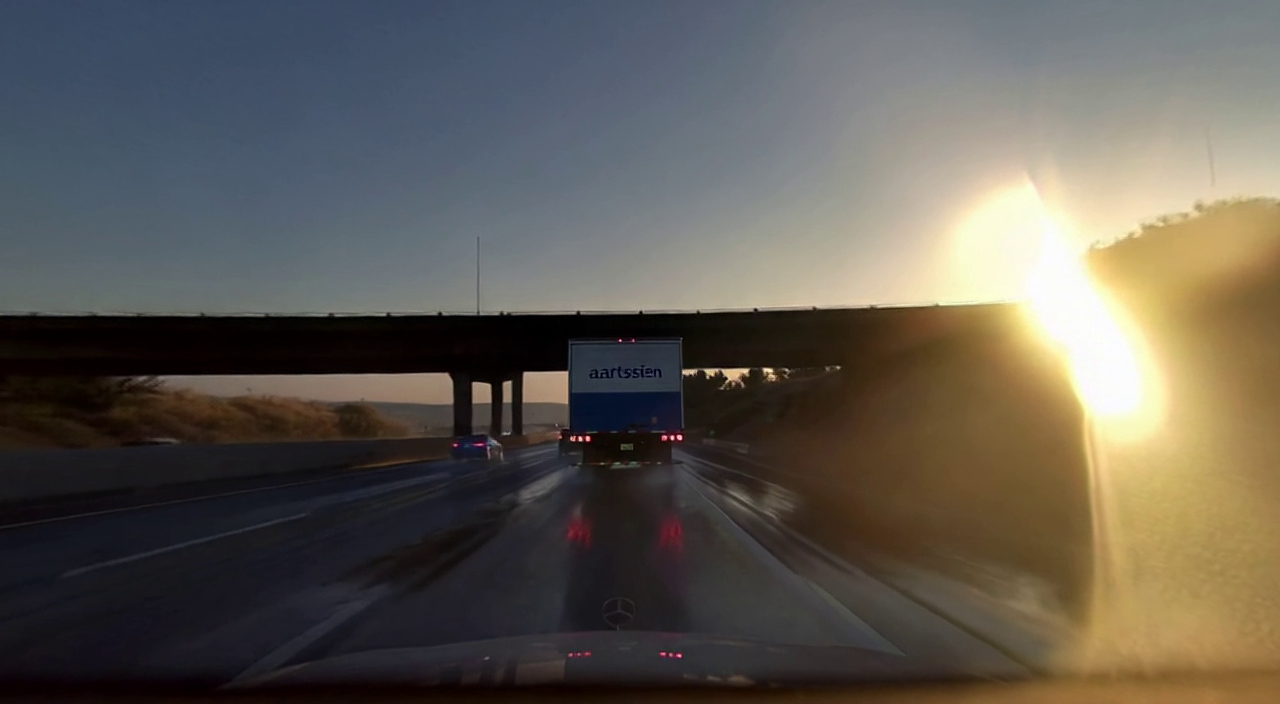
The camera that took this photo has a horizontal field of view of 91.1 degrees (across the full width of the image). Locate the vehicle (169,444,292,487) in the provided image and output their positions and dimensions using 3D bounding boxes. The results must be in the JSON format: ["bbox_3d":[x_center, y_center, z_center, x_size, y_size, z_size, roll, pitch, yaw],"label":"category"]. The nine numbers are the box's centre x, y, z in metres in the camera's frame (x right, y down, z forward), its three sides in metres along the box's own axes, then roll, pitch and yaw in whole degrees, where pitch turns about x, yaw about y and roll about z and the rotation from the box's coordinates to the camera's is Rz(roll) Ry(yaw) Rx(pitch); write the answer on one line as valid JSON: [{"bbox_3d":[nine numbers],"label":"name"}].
[{"bbox_3d":[-16.173,4.458,25.157,1.880,1.506,4.531,0,-8,0],"label":"vehicle"}]

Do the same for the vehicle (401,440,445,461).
[{"bbox_3d":[-16.381,7.464,47.735,1.884,1.465,3.988,0,-8,0],"label":"vehicle"}]

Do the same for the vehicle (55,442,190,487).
[{"bbox_3d":[-19.908,4.290,24.429,1.829,1.546,4.004,0,-8,0],"label":"vehicle"}]

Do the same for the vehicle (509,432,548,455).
[{"bbox_3d":[-8.065,6.672,45.917,1.981,1.574,4.561,0,-8,1],"label":"vehicle"}]

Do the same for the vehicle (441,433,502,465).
[{"bbox_3d":[-8.450,4.881,31.852,1.940,1.488,3.976,0,-8,0],"label":"vehicle"}]

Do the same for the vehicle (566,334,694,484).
[{"bbox_3d":[-0.305,2.246,22.550,3.442,4.106,10.719,0,-8,0],"label":"vehicle"}]
